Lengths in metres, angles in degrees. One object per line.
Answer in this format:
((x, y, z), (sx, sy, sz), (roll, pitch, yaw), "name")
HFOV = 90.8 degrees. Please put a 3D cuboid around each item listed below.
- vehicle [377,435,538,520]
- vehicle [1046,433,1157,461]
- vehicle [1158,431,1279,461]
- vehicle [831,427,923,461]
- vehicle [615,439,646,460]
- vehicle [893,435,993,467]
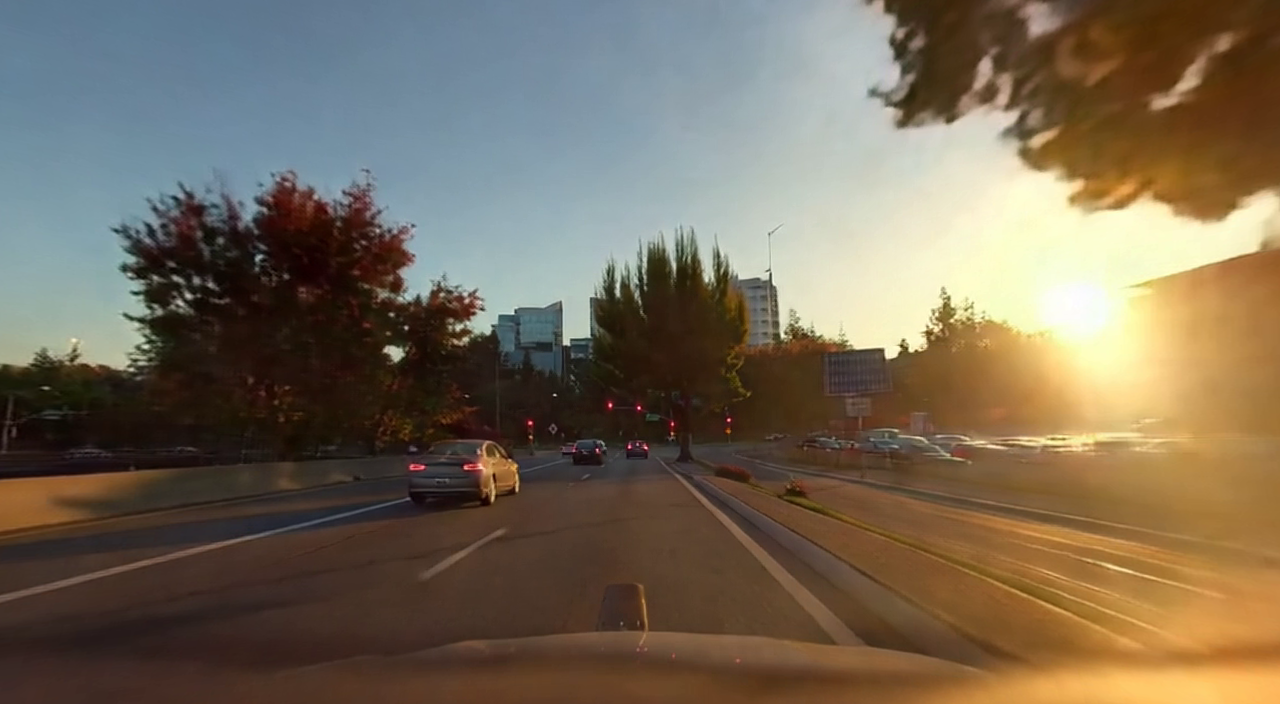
((-3.627, 2.564, 13.542), (1.920, 1.480, 4.549), (0, -8, 2), "vehicle")
((25.179, 5.217, 34.681), (4.528, 1.450, 1.889), (-4, -9, 26), "vehicle")
((29.700, 4.784, 32.235), (4.650, 1.445, 1.982), (-5, -10, 28), "vehicle")
((14.951, 5.803, 39.810), (5.394, 1.994, 2.228), (4, -9, -26), "vehicle")
((-0.663, 7.290, 47.216), (2.231, 1.481, 4.489), (0, -8, 1), "vehicle")
((14.939, 4.851, 31.093), (4.505, 1.472, 2.020), (4, -9, -26), "vehicle")
